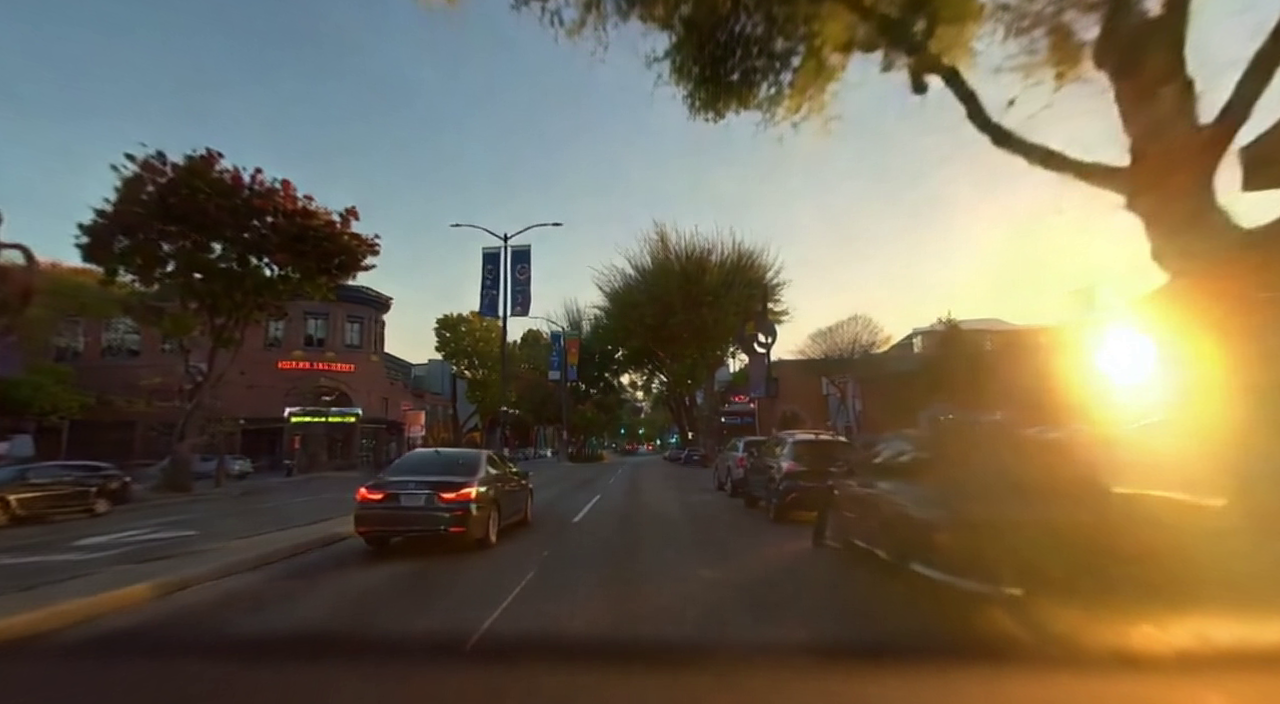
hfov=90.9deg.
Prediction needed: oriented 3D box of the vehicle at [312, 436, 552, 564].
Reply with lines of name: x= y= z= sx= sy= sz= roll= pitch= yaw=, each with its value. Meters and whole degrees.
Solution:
vehicle: x=-2.680 y=2.009 z=9.427 sx=2.030 sy=1.436 sz=4.388 roll=0 pitch=-8 yaw=1

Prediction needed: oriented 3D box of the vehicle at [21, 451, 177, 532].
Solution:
vehicle: x=-12.378 y=3.016 z=14.325 sx=4.522 sy=1.479 sz=2.048 roll=-8 pitch=-11 yaw=42

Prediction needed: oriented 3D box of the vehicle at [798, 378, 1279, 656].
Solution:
vehicle: x=3.202 y=1.404 z=6.492 sx=2.086 sy=1.792 sz=4.608 roll=0 pitch=-8 yaw=2

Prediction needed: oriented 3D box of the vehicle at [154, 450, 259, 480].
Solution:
vehicle: x=-23.649 y=6.167 z=34.472 sx=4.358 sy=1.522 sz=1.970 roll=0 pitch=-8 yaw=4

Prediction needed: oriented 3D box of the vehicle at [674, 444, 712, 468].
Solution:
vehicle: x=3.400 y=6.800 z=41.379 sx=1.950 sy=1.462 sz=4.807 roll=0 pitch=-8 yaw=-1
